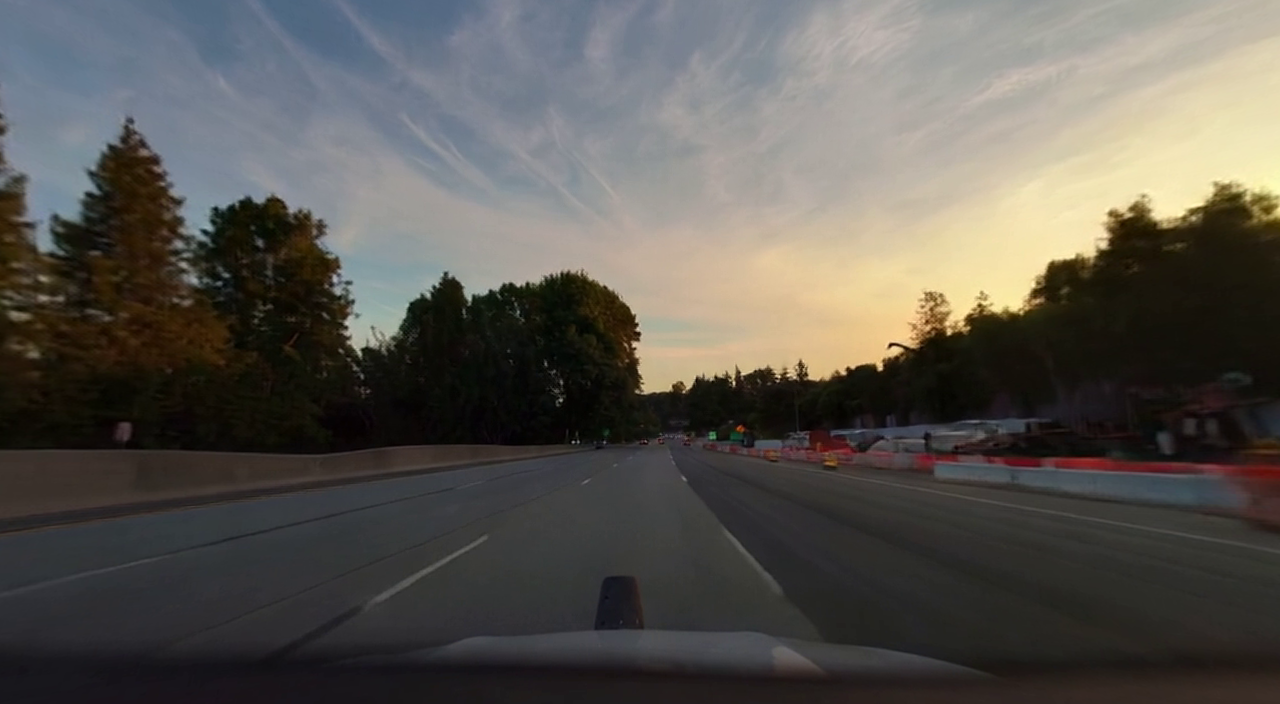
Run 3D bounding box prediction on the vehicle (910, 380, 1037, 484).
[{"bbox_3d":[12.549,3.086,24.068,2.772,3.642,3.493,0,-9,1],"label":"vehicle"}]
